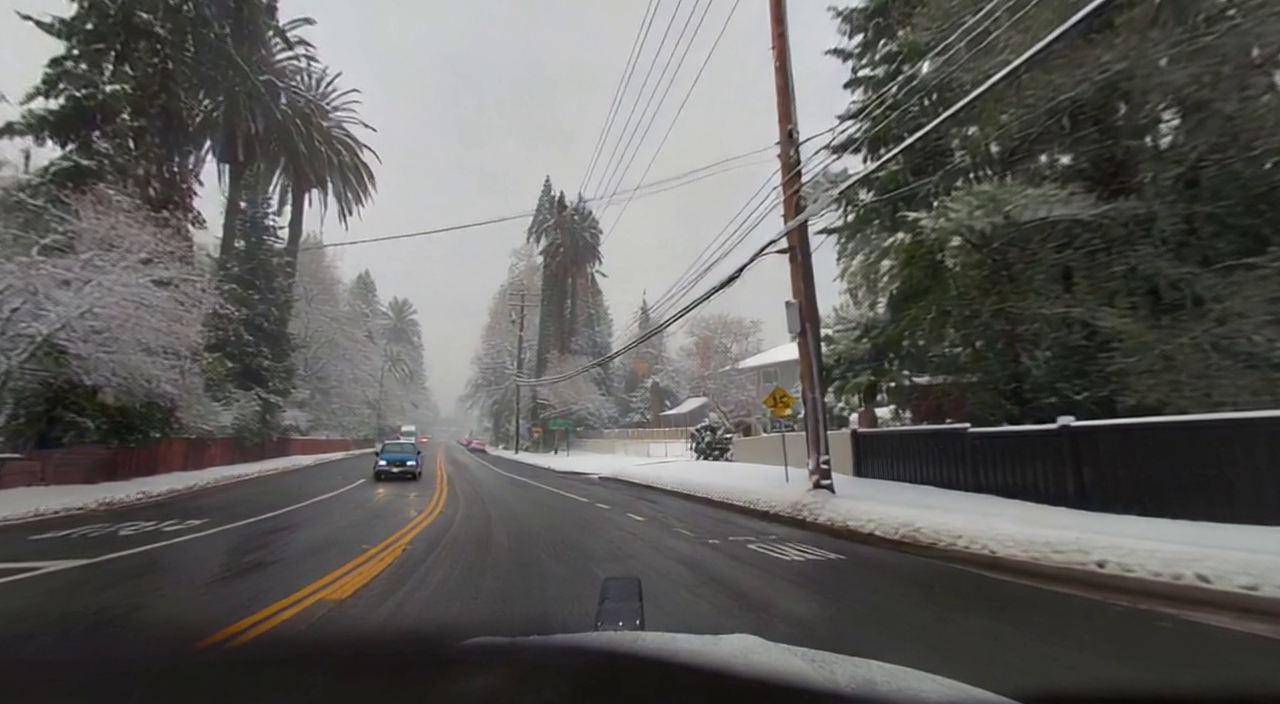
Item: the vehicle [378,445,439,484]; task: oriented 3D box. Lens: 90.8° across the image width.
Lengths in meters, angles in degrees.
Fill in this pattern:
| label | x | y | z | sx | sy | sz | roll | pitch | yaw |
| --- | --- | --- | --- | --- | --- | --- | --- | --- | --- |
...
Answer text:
| label | x | y | z | sx | sy | sz | roll | pitch | yaw |
| --- | --- | --- | --- | --- | --- | --- | --- | --- | --- |
| vehicle | -9.819 | 4.755 | 27.114 | 2.061 | 1.510 | 4.457 | 2 | -9 | -16 |
